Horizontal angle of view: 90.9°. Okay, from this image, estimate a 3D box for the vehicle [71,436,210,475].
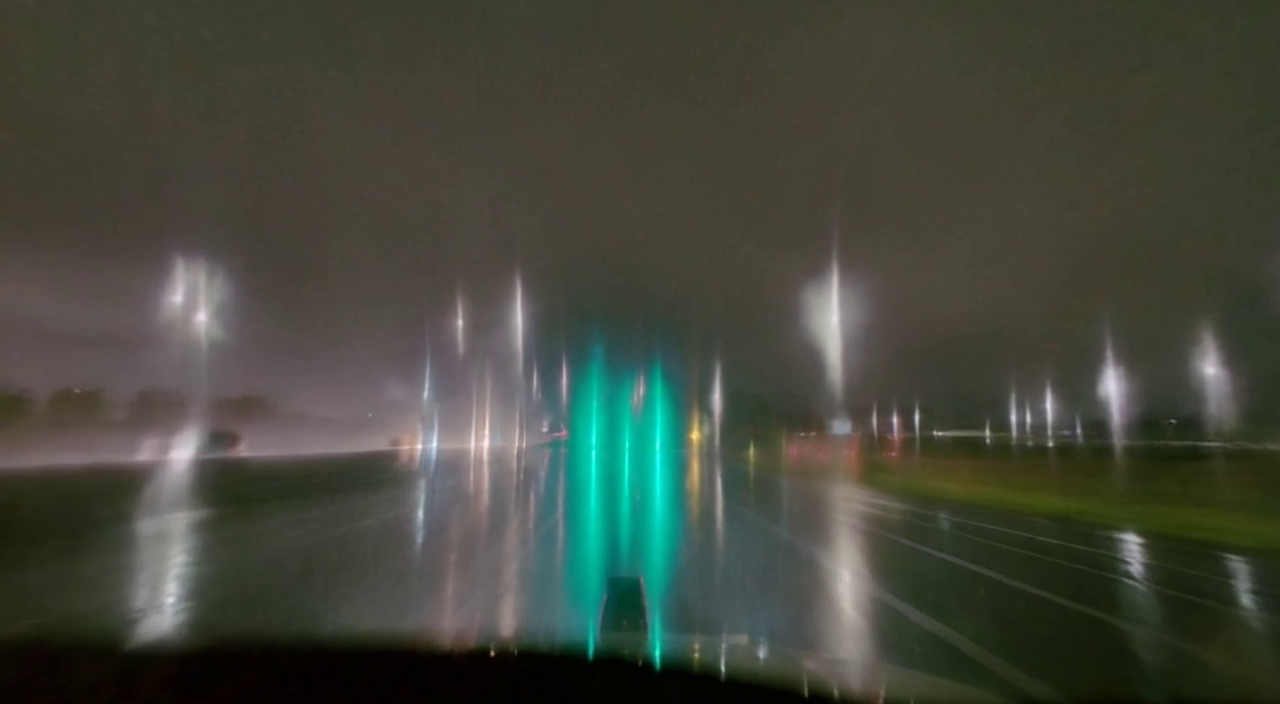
[{"bbox_3d":[-20.794,4.316,26.594,1.944,1.479,4.827,0,-8,-1],"label":"vehicle"}]

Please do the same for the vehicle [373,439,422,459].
[{"bbox_3d":[-18.468,7.397,48.286,1.950,1.463,4.621,0,-8,-1],"label":"vehicle"}]
